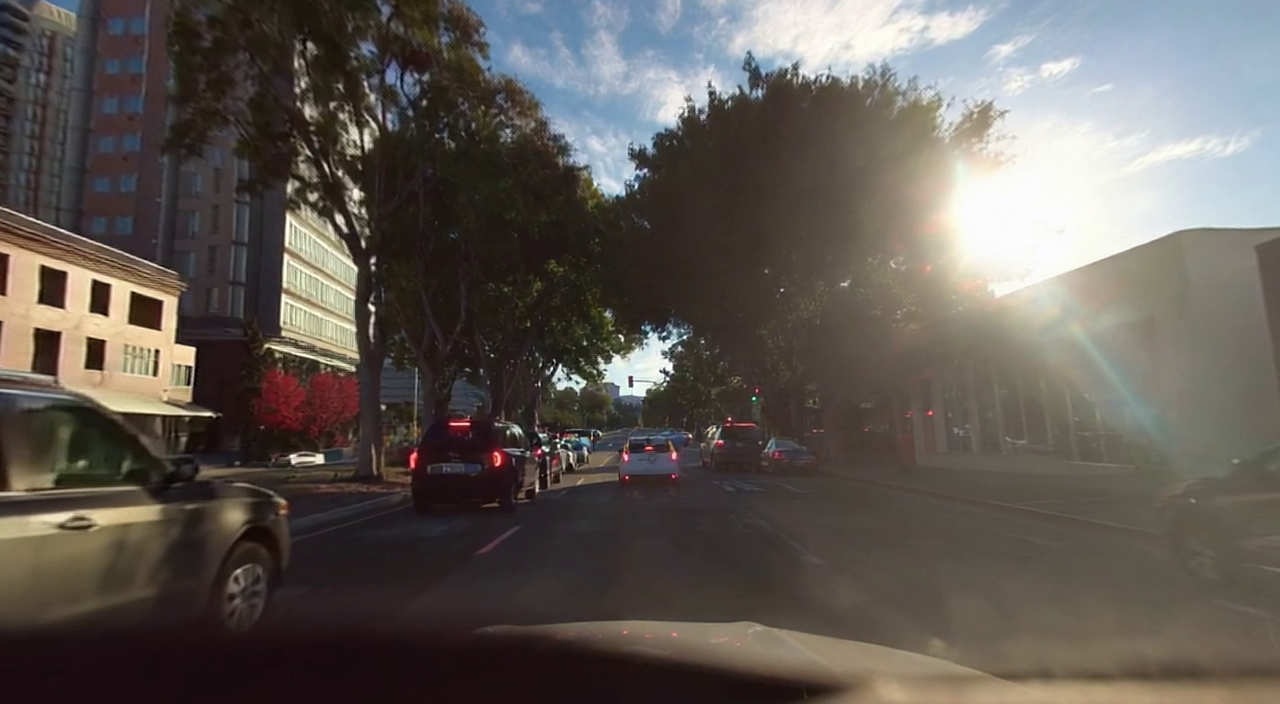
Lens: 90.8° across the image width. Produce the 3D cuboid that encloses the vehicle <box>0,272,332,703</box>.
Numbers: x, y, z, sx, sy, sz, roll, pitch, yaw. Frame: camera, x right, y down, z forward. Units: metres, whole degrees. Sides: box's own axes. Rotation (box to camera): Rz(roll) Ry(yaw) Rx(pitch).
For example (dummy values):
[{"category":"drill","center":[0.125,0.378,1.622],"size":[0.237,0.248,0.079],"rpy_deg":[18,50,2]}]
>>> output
[{"category":"vehicle","center":[-3.434,0.694,2.228],"size":[2.223,1.957,4.845],"rpy_deg":[0,-9,0]}]

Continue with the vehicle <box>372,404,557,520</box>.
[{"category":"vehicle","center":[-3.326,2.241,13.243],"size":[2.487,1.978,4.628],"rpy_deg":[0,-9,0]}]

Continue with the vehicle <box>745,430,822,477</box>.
[{"category":"vehicle","center":[6.332,4.540,28.487],"size":[2.300,1.903,4.579],"rpy_deg":[0,-9,-1]}]

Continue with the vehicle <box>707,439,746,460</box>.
[{"category":"vehicle","center":[6.225,7.081,45.895],"size":[1.986,1.477,4.510],"rpy_deg":[0,-9,-3]}]

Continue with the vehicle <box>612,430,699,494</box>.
[{"category":"vehicle","center":[0.313,3.112,18.176],"size":[2.201,1.589,3.843],"rpy_deg":[0,-9,-3]}]

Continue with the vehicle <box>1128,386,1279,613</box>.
[{"category":"vehicle","center":[6.517,1.172,4.820],"size":[1.997,1.943,4.409],"rpy_deg":[0,-9,0]}]
